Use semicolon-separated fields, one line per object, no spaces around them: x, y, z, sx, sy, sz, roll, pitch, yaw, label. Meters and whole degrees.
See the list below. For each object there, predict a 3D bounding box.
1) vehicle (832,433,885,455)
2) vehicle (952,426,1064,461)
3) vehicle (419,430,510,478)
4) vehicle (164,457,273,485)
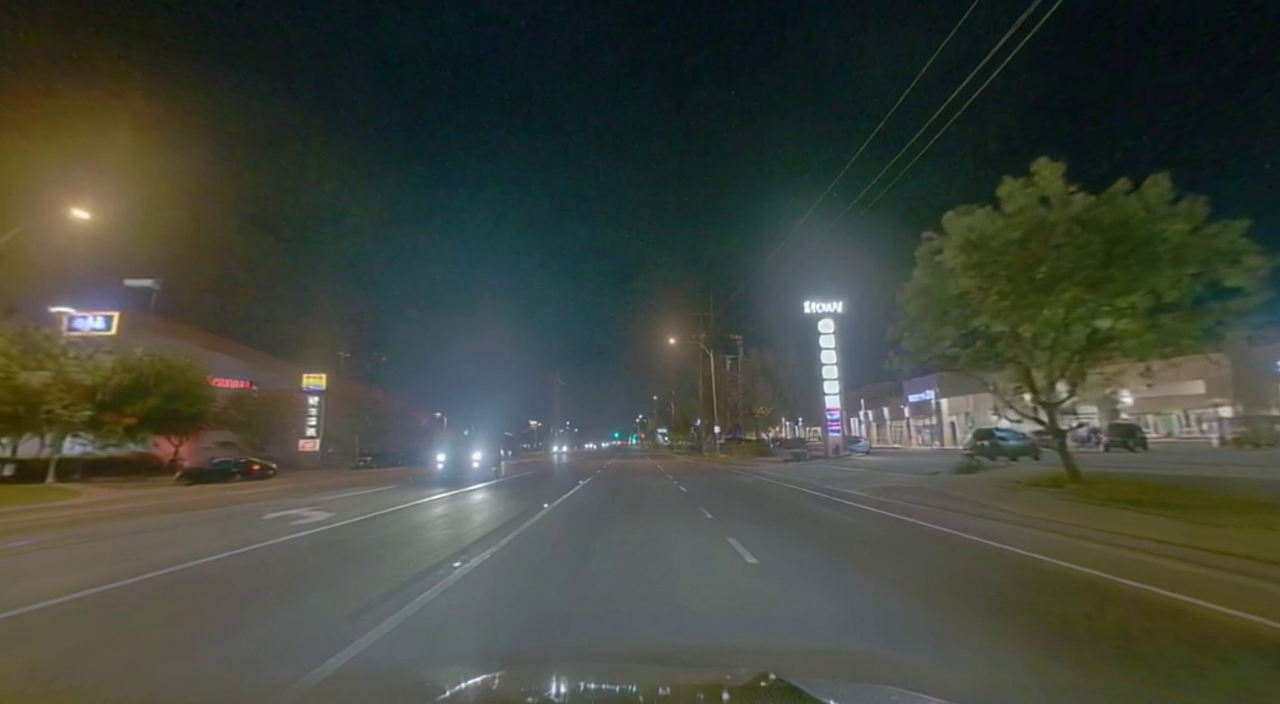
16.830;7.102;48.554;4.277;1.605;1.920;7;-11;-41;vehicle
16.747;4.164;28.750;4.647;1.514;1.891;4;-9;-23;vehicle
-7.616;4.516;28.250;2.452;1.905;6.188;0;-8;-1;vehicle
-23.136;6.537;34.820;4.578;1.448;1.904;0;-8;-2;vehicle
